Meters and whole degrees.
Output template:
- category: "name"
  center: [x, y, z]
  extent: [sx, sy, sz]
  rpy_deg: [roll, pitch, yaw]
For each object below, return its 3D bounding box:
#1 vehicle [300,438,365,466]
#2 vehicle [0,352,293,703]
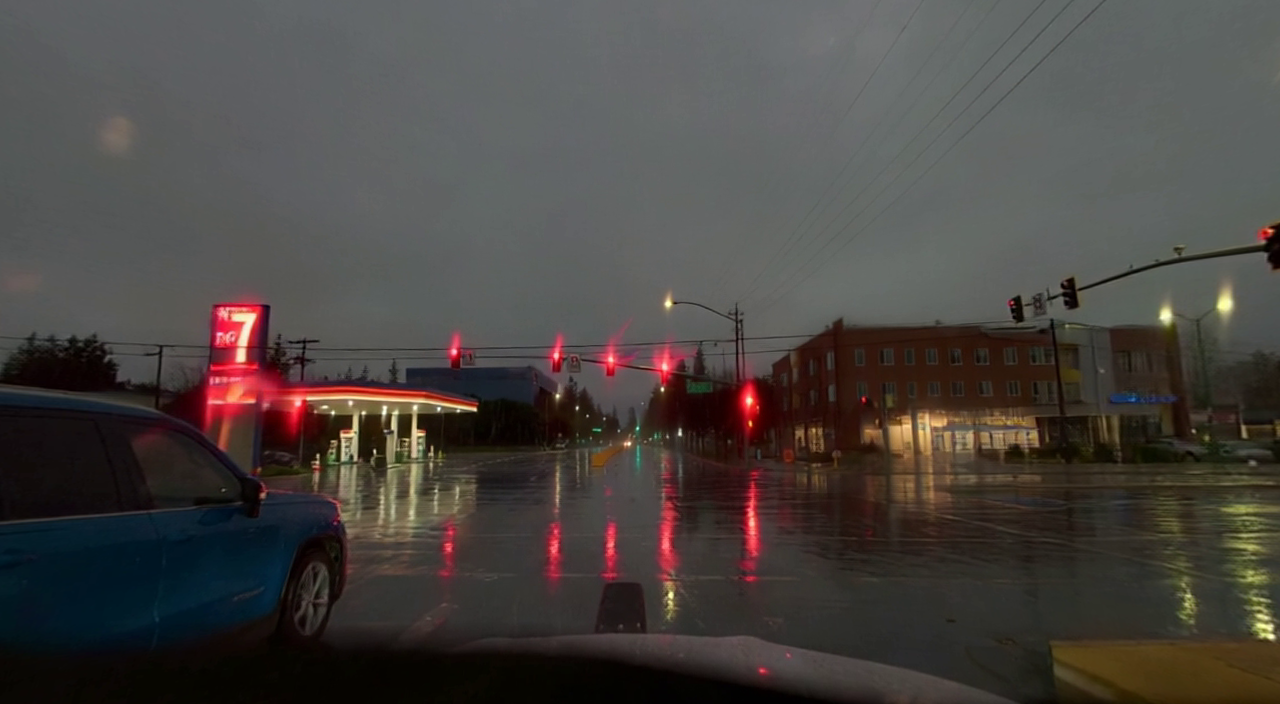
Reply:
- category: "vehicle"
  center: [-20.473, 6.675, 42.137]
  extent: [2.004, 1.699, 4.486]
  rpy_deg: [0, -9, 1]
- category: "vehicle"
  center: [-3.422, 0.805, 2.035]
  extent: [2.053, 1.690, 4.364]
  rpy_deg: [0, -9, 1]
